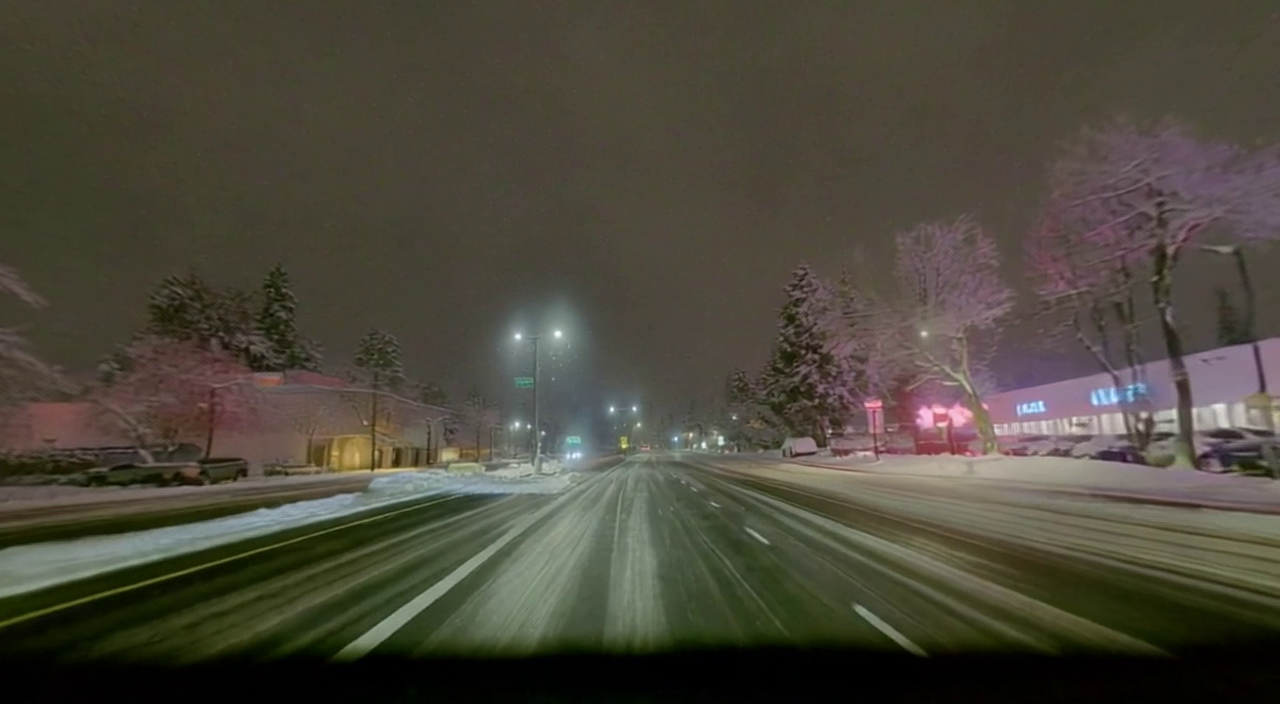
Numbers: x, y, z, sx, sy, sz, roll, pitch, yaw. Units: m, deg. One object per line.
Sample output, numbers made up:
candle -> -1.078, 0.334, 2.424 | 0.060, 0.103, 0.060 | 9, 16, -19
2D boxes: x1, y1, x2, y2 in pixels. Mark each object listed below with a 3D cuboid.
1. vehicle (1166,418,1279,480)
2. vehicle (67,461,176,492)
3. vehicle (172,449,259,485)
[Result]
vehicle -> 20.120, 3.100, 20.241 | 4.618, 1.835, 2.123 | 0, -9, -2
vehicle -> -29.041, 6.977, 35.617 | 1.864, 1.502, 4.731 | -1, -9, 6
vehicle -> -24.949, 6.788, 37.086 | 5.468, 1.809, 2.141 | -8, -10, 31
